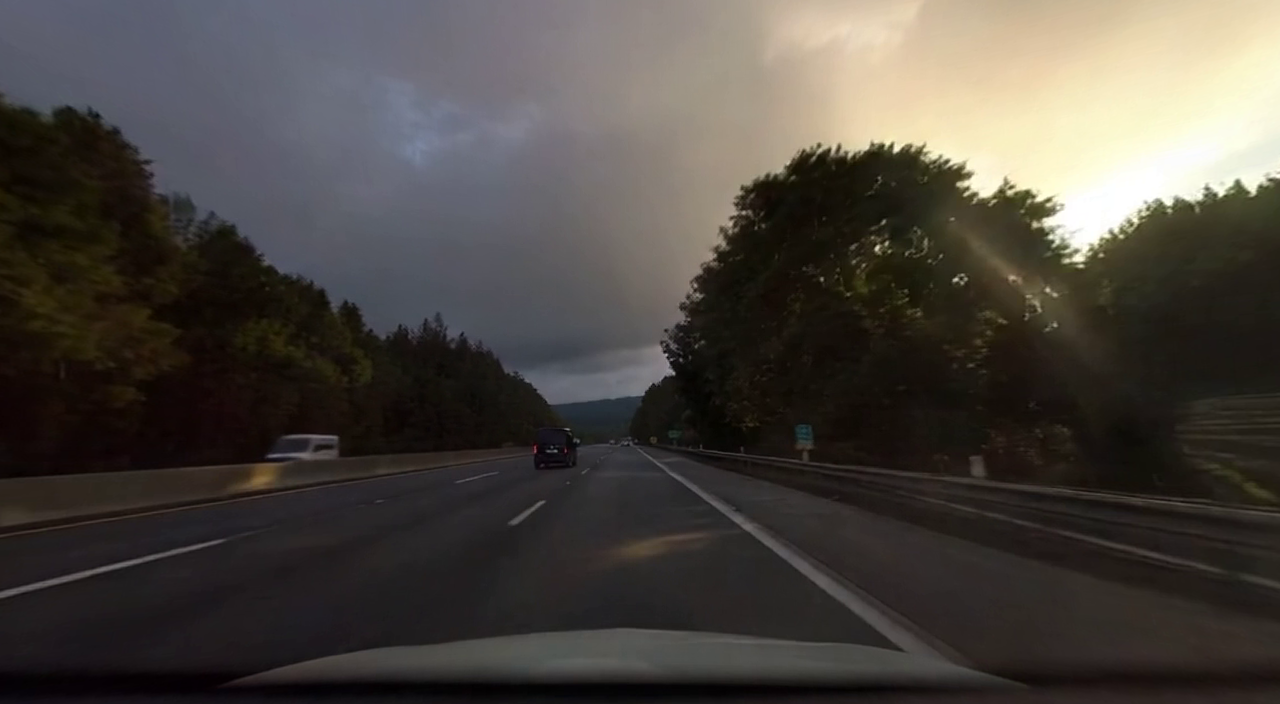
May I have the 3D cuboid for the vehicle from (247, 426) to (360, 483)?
[{"bbox_3d":[-17.763,5.418,33.714,2.603,2.676,6.179,-1,-8,0],"label":"vehicle"}]

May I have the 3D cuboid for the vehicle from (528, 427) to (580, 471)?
[{"bbox_3d":[-4.268,4.882,32.011,1.976,2.029,4.737,-1,-8,0],"label":"vehicle"}]
